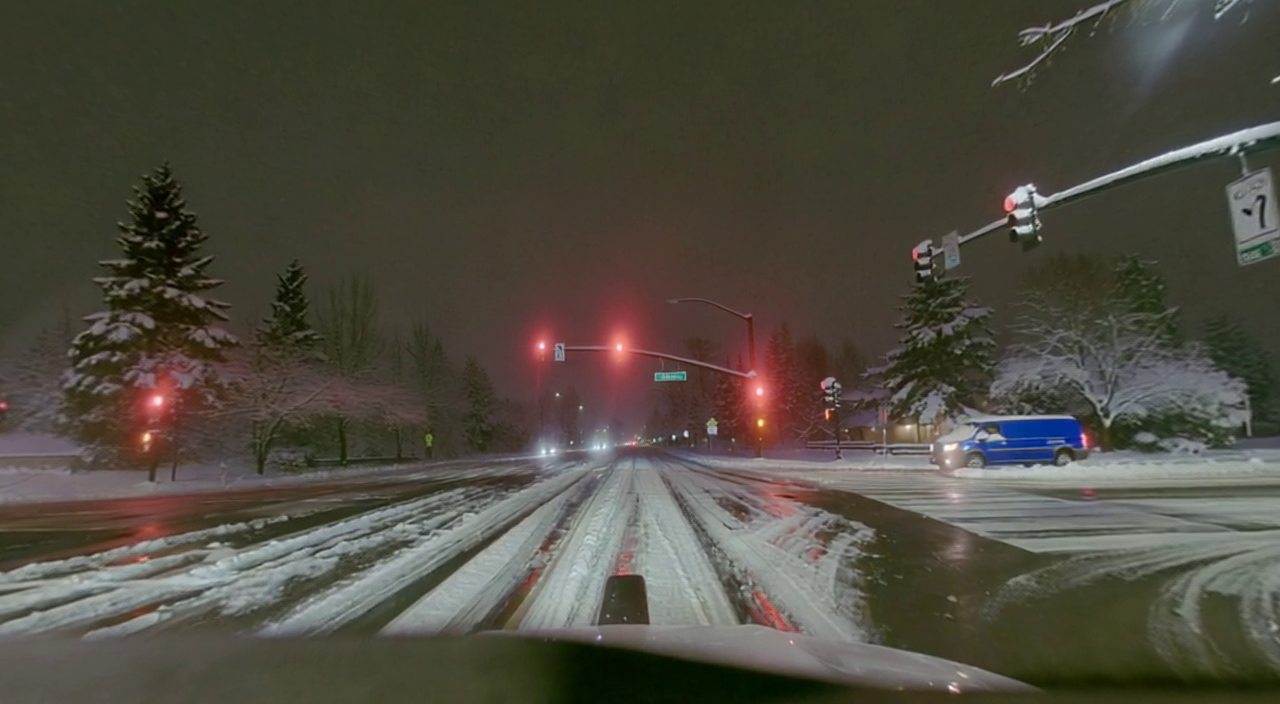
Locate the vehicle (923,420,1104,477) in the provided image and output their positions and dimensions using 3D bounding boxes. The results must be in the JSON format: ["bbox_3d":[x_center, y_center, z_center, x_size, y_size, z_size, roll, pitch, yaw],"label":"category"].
[{"bbox_3d":[12.433,3.241,21.227,4.790,1.798,1.909,0,-8,1],"label":"vehicle"}]
